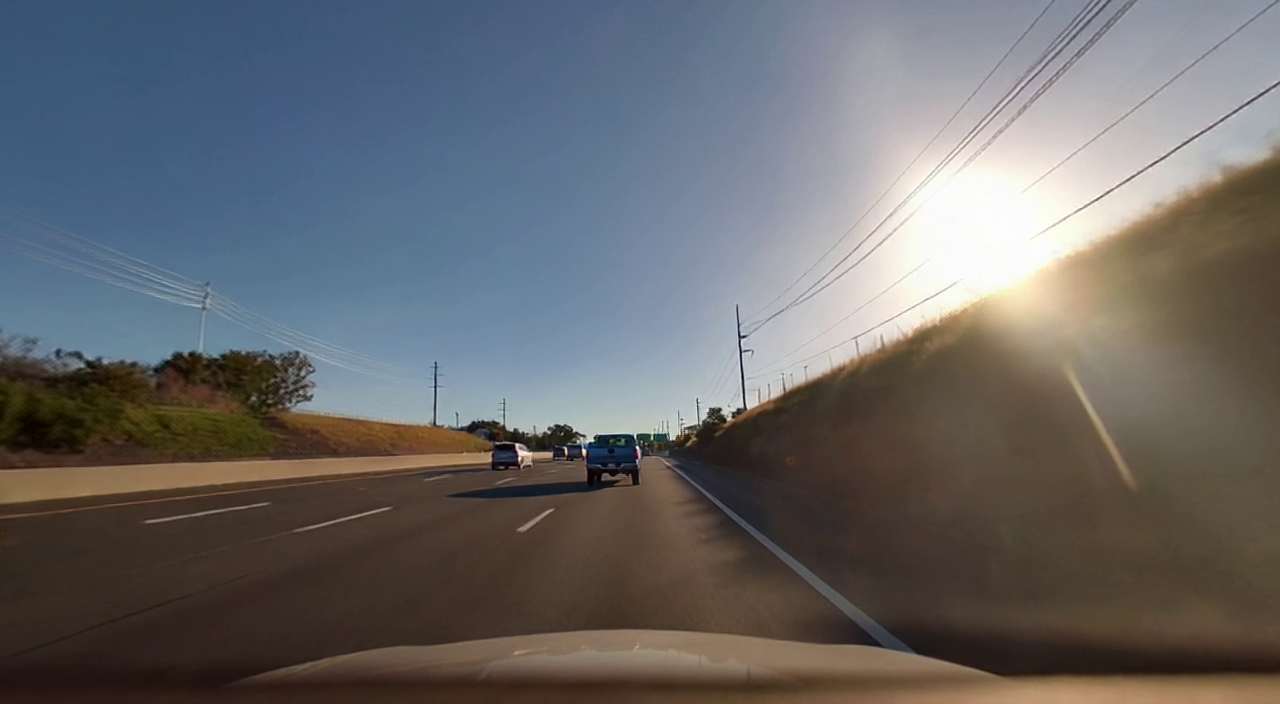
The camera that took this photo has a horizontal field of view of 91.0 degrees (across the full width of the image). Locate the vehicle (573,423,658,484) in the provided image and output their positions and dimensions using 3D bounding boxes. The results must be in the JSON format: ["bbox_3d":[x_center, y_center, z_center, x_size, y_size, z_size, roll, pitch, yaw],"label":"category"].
[{"bbox_3d":[-0.833,4.022,25.206,2.972,2.087,6.126,0,-9,0],"label":"vehicle"}]

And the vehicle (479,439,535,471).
[{"bbox_3d":[-7.176,5.607,34.384,2.055,1.618,4.457,0,-9,1],"label":"vehicle"}]
